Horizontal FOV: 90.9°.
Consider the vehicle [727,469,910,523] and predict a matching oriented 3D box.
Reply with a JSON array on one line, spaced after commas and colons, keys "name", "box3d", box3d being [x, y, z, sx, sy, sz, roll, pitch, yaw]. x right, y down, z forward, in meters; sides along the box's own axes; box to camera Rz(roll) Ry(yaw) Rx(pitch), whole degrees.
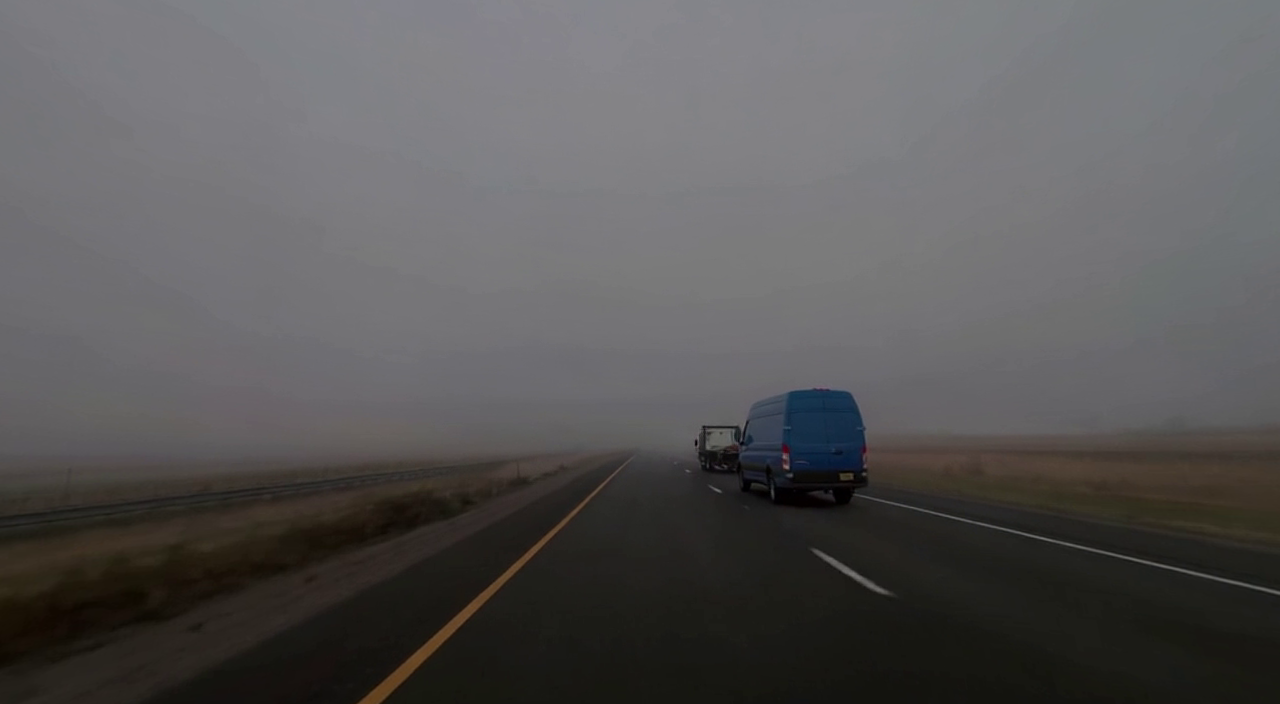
[{"name": "vehicle", "box3d": [4.006, 3.456, 15.773, 2.702, 0.824, 6.391, 0, -8, -1]}]

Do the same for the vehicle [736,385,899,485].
[{"name": "vehicle", "box3d": [4.077, 2.127, 15.816, 2.444, 2.053, 5.616, 0, -9, 0]}]
